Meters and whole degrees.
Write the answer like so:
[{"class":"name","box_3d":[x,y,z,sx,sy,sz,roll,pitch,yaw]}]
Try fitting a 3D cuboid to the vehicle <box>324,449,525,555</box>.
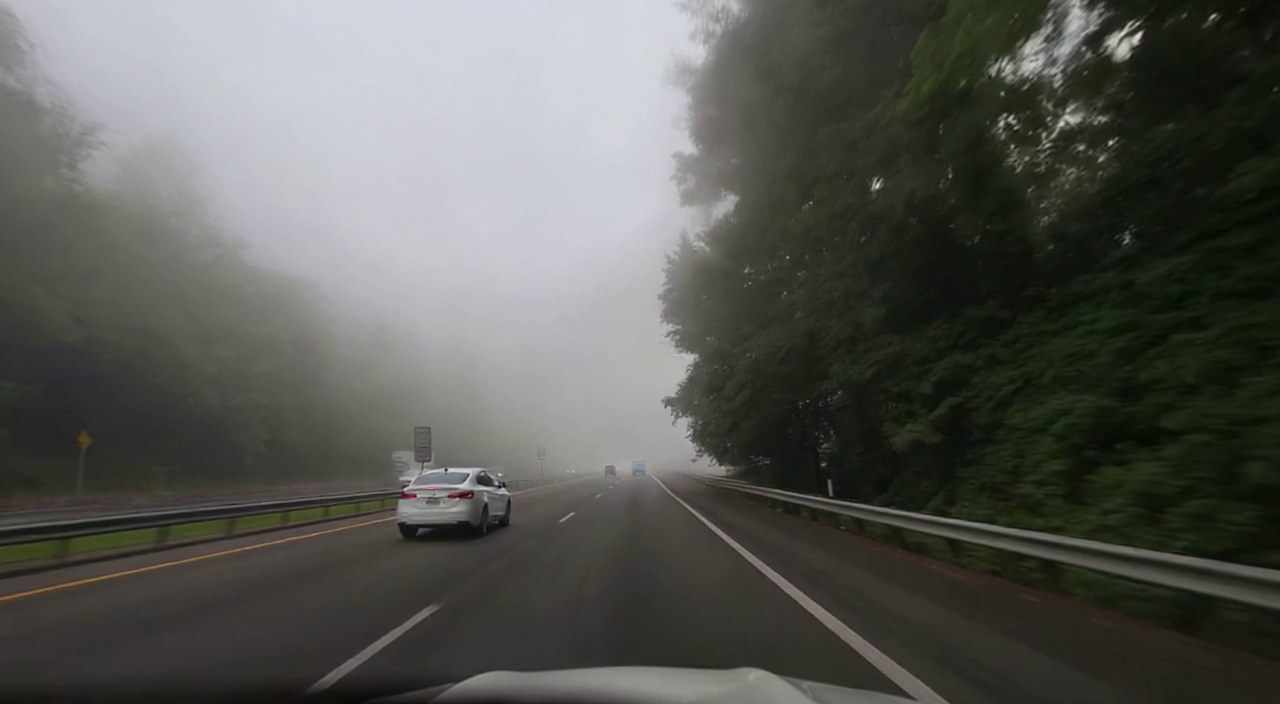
[{"class":"vehicle","box_3d":[-3.655,2.693,11.852,2.006,1.516,4.820,1,-11,1]}]
